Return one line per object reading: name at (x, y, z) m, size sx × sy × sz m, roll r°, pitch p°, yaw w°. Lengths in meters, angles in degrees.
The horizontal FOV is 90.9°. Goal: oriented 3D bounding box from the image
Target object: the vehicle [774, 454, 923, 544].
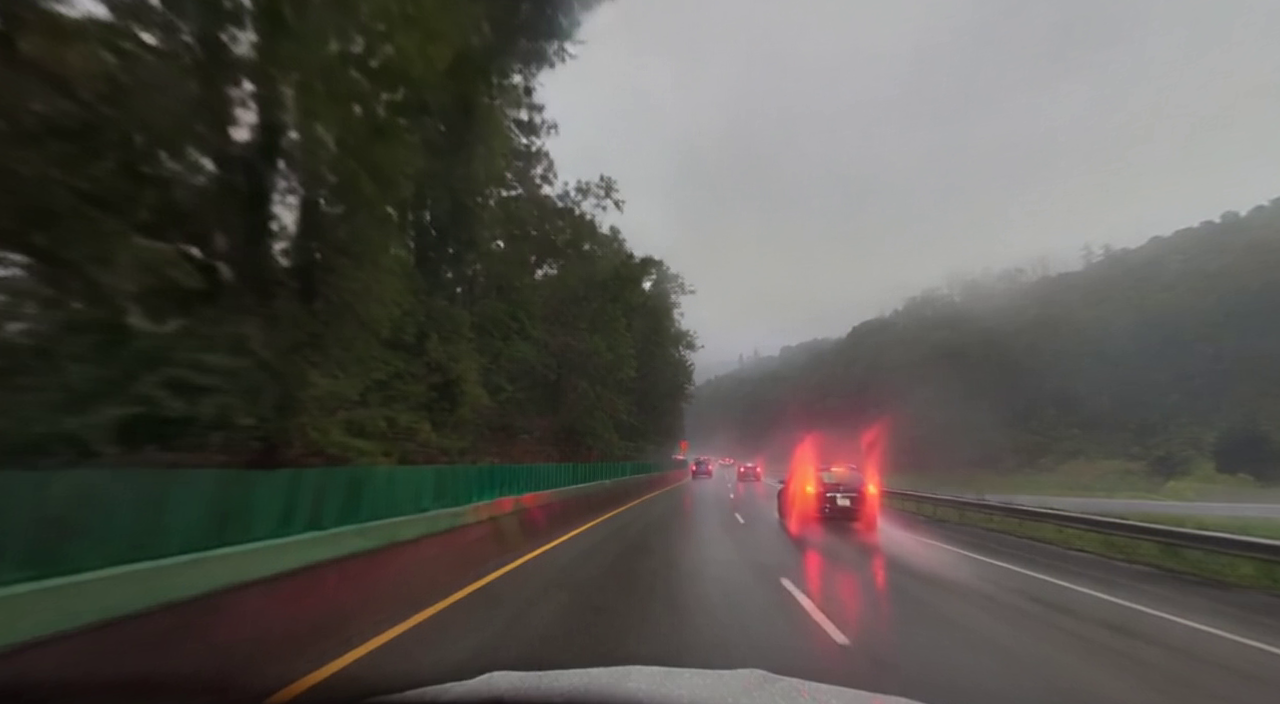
vehicle at (4.220, 3.058, 13.550) m, size 2.023 × 1.593 × 4.105 m, roll 0°, pitch -11°, yaw 4°
